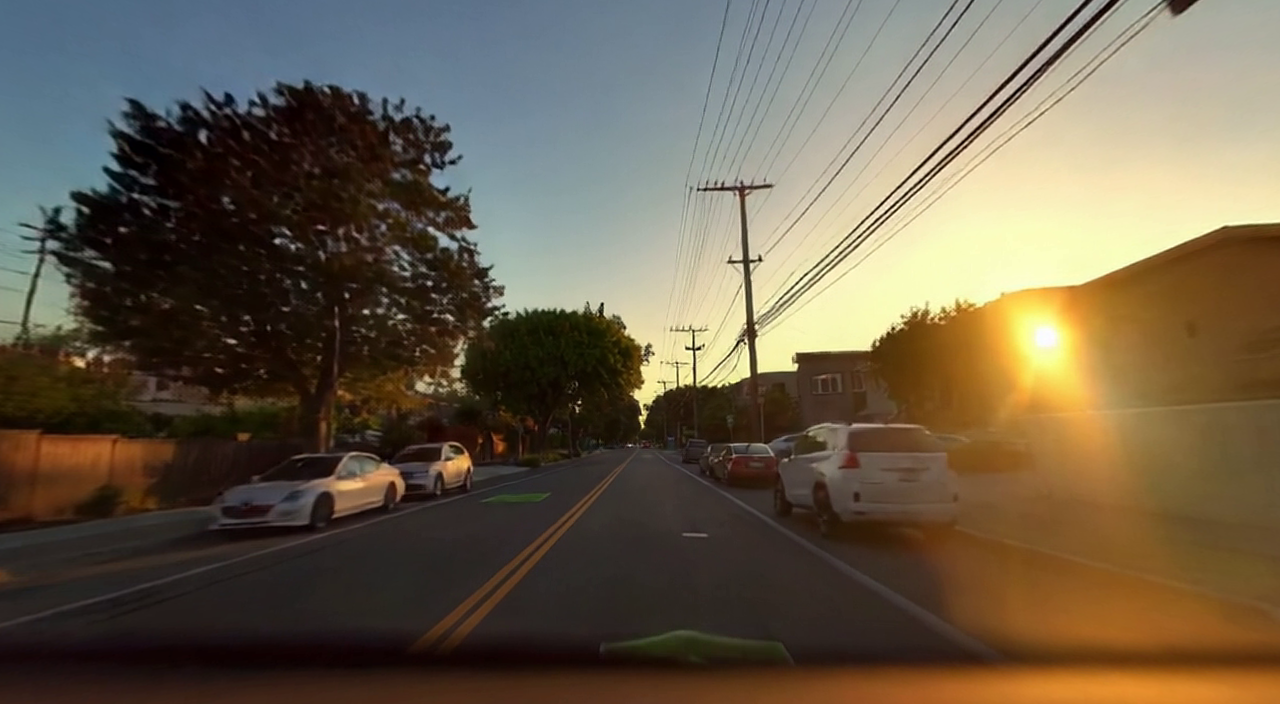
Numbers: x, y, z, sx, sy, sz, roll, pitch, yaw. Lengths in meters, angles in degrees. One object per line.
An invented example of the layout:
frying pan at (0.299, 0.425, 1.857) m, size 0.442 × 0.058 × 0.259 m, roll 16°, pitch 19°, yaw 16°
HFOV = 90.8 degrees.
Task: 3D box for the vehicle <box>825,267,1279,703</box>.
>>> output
vehicle at (3.541, 1.070, 5.181) m, size 2.407 × 2.069 × 5.577 m, roll 0°, pitch -8°, yaw 1°

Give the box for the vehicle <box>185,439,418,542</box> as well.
vehicle at (-6.398, 2.603, 12.746) m, size 2.084 × 1.573 × 4.599 m, roll -2°, pitch -7°, yaw 1°

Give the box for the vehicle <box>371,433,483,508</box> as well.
vehicle at (-6.367, 3.520, 19.485) m, size 1.947 × 1.930 × 4.306 m, roll -2°, pitch -7°, yaw 1°

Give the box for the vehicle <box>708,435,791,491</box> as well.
vehicle at (3.568, 3.700, 21.477) m, size 1.955 × 1.665 × 4.818 m, roll 0°, pitch -8°, yaw 0°
